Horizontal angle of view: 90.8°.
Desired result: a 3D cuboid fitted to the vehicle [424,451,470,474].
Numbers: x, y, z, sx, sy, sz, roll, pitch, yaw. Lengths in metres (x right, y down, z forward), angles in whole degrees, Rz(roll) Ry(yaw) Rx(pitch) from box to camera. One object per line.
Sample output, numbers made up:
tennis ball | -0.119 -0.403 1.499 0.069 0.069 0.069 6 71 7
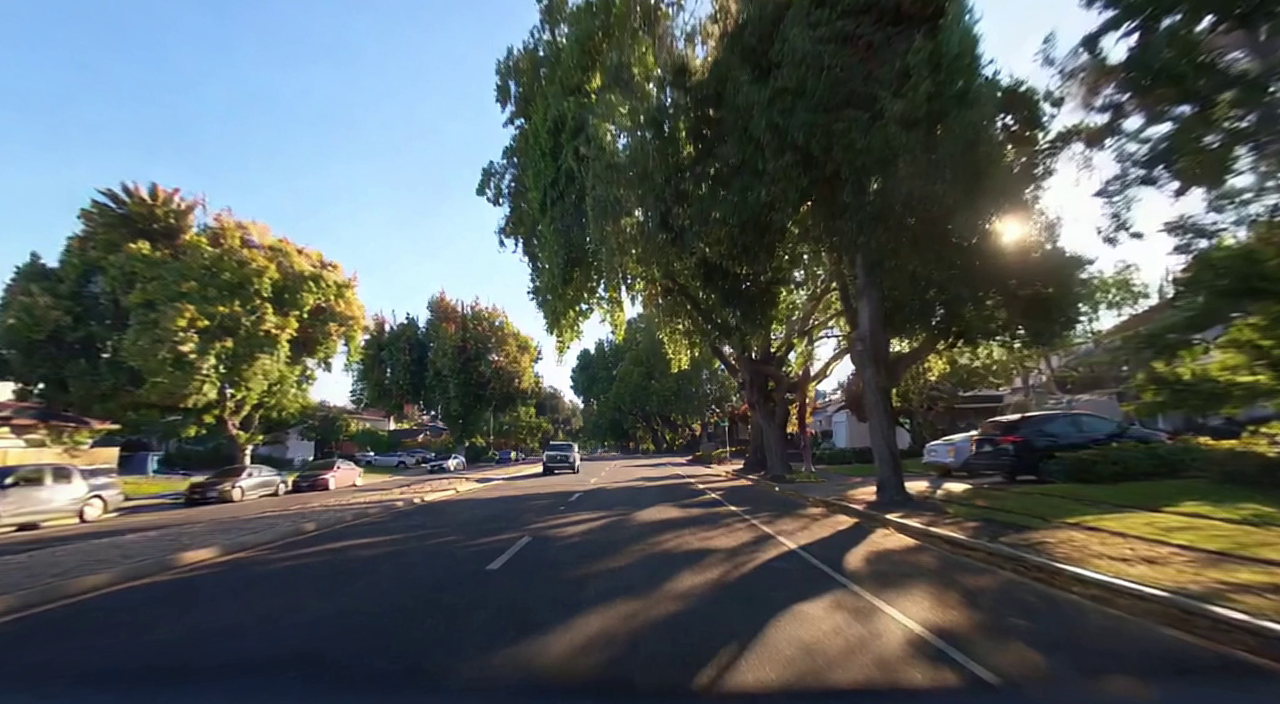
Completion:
vehicle | -13.963 8.012 45.976 1.900 1.494 4.730 0 -8 0

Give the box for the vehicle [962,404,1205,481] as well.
vehicle | 10.954 2.270 15.894 4.471 1.780 2.190 0 -8 -3

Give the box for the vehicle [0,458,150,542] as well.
vehicle | -14.010 3.300 14.234 1.997 1.663 5.013 -3 -9 -1

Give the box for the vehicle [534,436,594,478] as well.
vehicle | -3.279 4.626 28.098 2.135 1.731 4.232 0 -8 0

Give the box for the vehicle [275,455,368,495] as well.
vehicle | -13.827 5.332 27.719 1.884 1.509 4.110 0 -8 1

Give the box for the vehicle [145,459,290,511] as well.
vehicle | -14.070 4.413 21.435 1.856 1.477 4.574 -3 -10 -1
